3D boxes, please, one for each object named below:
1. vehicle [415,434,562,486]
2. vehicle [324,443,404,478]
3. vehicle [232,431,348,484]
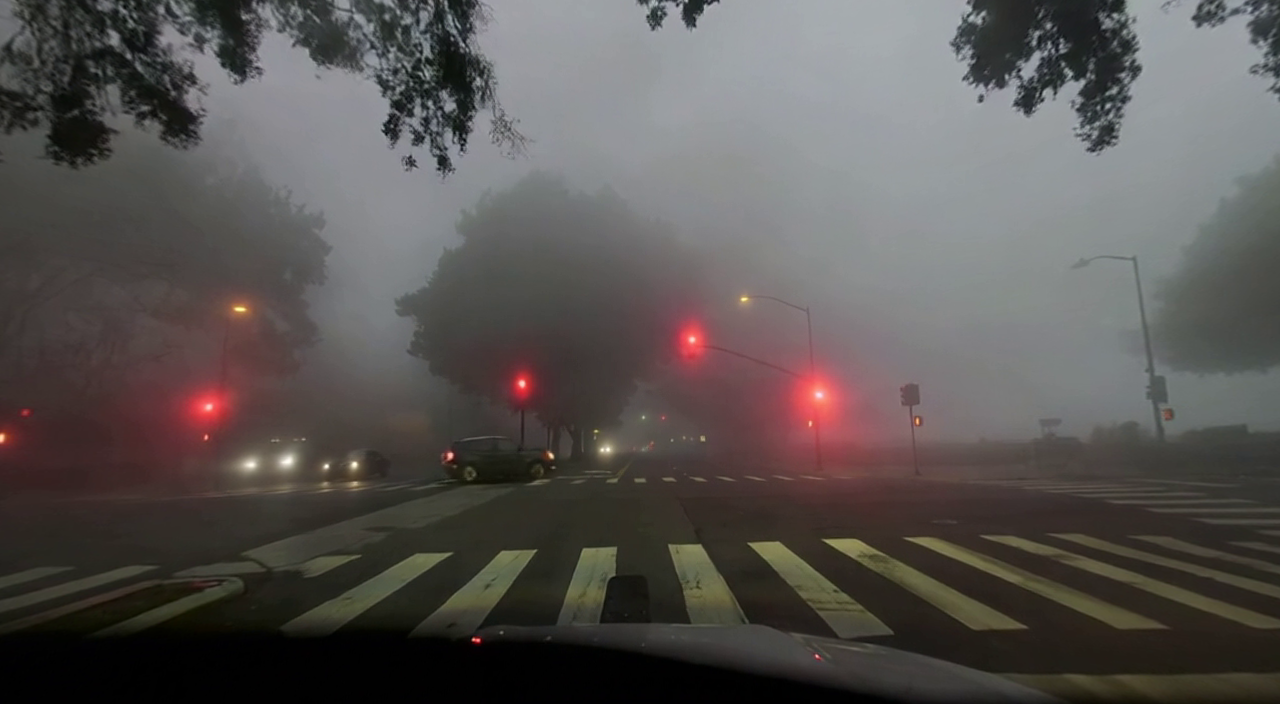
[{"bbox_3d":[-5.292,3.788,22.461,4.569,1.658,2.153,7,-11,-42],"label":"vehicle"},{"bbox_3d":[-14.853,5.835,34.248,2.169,1.753,4.640,0,-8,1],"label":"vehicle"},{"bbox_3d":[-18.600,5.626,33.988,2.557,2.580,5.856,-1,-8,4],"label":"vehicle"}]
